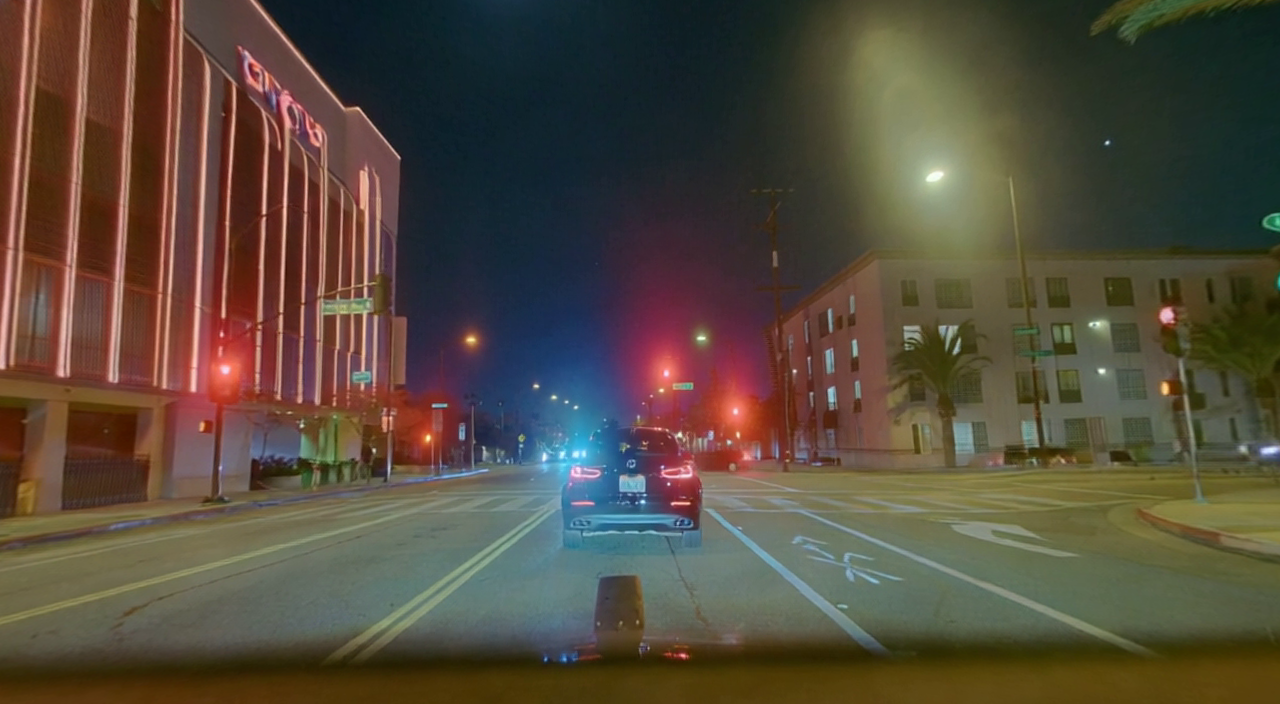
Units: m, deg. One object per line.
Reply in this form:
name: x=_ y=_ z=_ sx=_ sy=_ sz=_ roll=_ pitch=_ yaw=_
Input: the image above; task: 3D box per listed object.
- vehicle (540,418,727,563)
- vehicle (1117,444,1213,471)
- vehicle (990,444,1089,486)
vehicle: x=-0.083 y=1.877 z=9.225 sx=2.144 sy=1.643 sz=3.770 roll=0 pitch=-8 yaw=0
vehicle: x=32.162 y=6.463 z=38.761 sx=4.234 sy=1.613 sz=1.812 roll=0 pitch=-8 yaw=-1
vehicle: x=16.633 y=4.625 z=26.222 sx=4.118 sy=1.593 sz=2.004 roll=6 pitch=-10 yaw=-36
